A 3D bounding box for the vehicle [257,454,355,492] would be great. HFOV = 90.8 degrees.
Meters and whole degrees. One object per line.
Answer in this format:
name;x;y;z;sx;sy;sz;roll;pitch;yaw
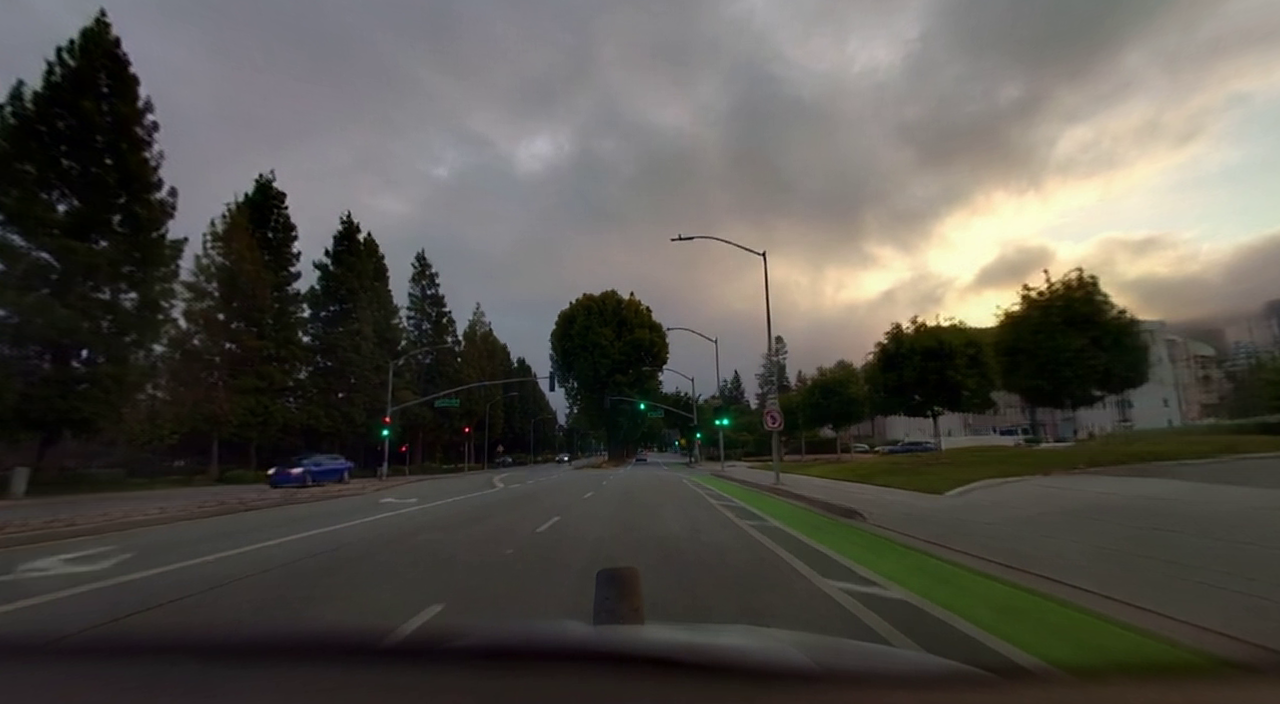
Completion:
vehicle;-15.368;5.552;29.386;1.910;1.544;4.387;0;-9;4
